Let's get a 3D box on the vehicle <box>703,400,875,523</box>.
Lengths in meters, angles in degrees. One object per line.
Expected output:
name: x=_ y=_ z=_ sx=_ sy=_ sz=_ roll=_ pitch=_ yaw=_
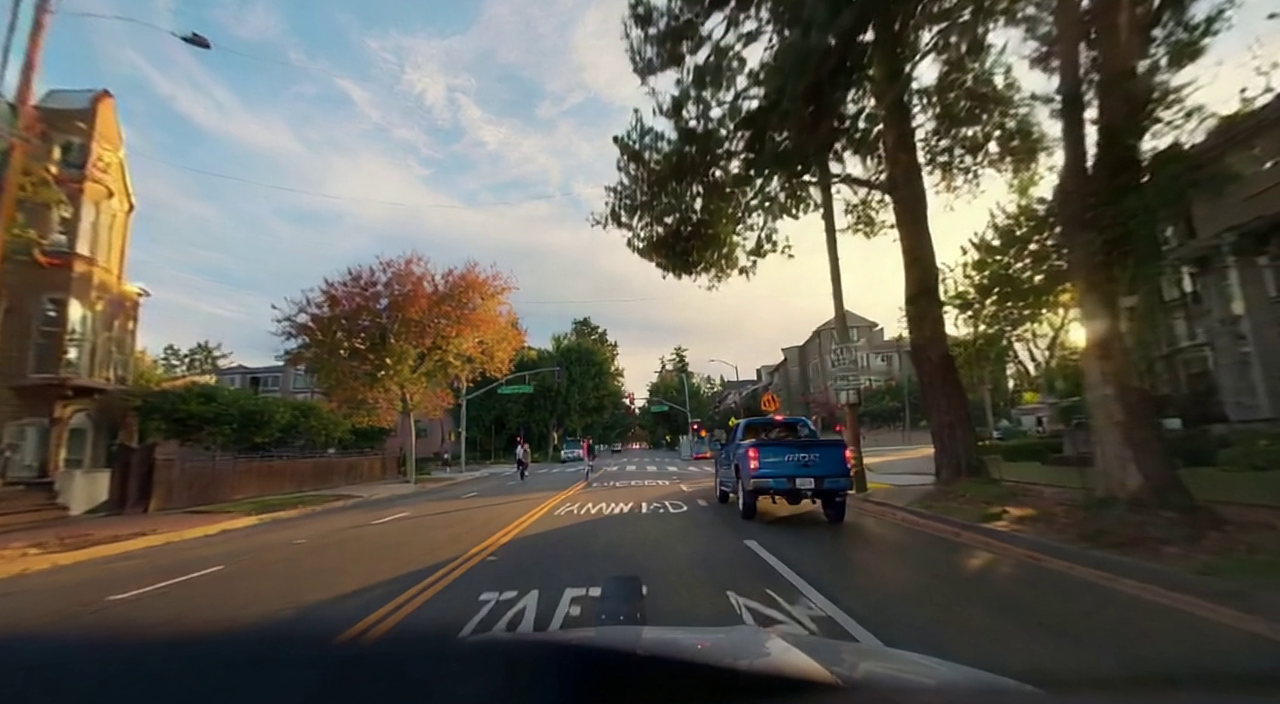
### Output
vehicle: x=2.730 y=2.214 z=13.229 sx=2.177 sy=2.015 sz=5.463 roll=0 pitch=-8 yaw=-1
